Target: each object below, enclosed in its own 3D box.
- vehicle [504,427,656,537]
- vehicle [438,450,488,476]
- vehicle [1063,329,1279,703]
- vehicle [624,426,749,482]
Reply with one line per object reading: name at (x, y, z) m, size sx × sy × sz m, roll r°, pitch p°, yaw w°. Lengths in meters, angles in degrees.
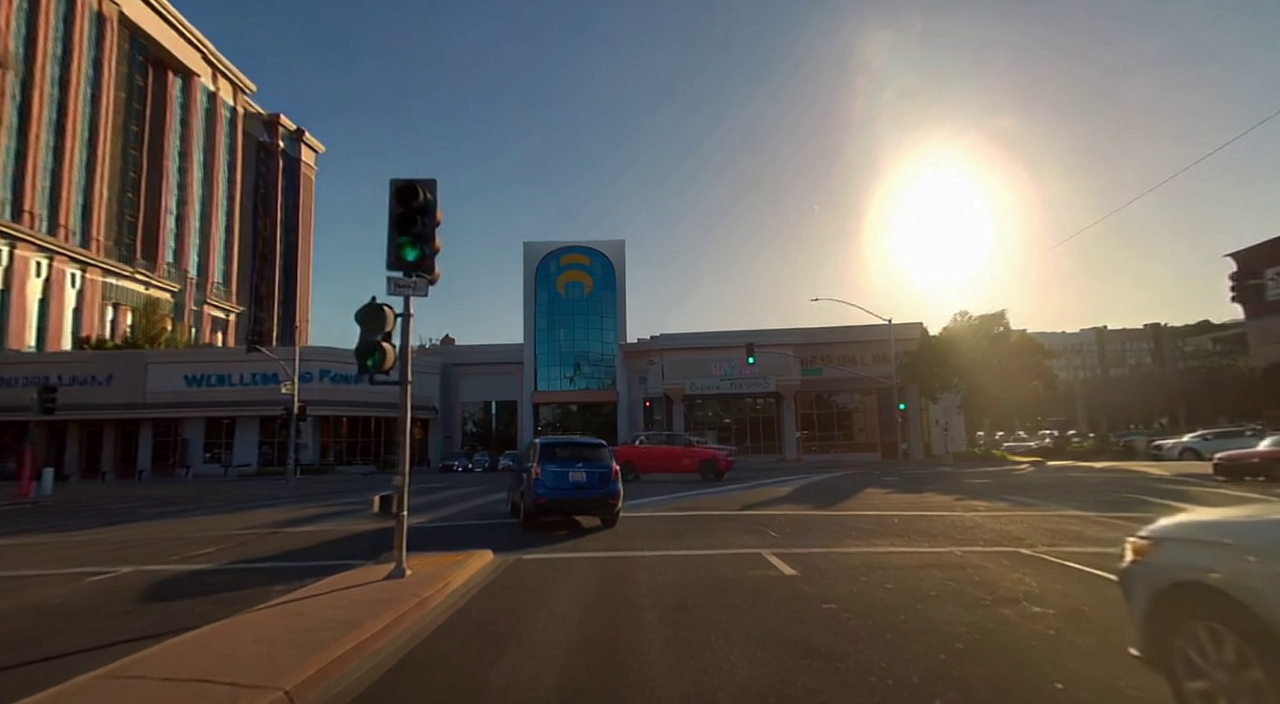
vehicle at (-1.428, 2.486, 12.805) m, size 2.238 × 1.762 × 4.445 m, roll 2°, pitch -9°, yaw -16°
vehicle at (-11.844, 7.455, 42.531) m, size 2.005 × 1.596 × 4.342 m, roll -1°, pitch -9°, yaw 1°
vehicle at (3.203, 0.581, 0.945) m, size 2.040 × 1.674 × 4.455 m, roll 0°, pitch -9°, yaw 0°
vehicle at (1.888, 4.541, 28.446) m, size 2.708 × 2.200 × 5.960 m, roll 5°, pitch -10°, yaw -30°
